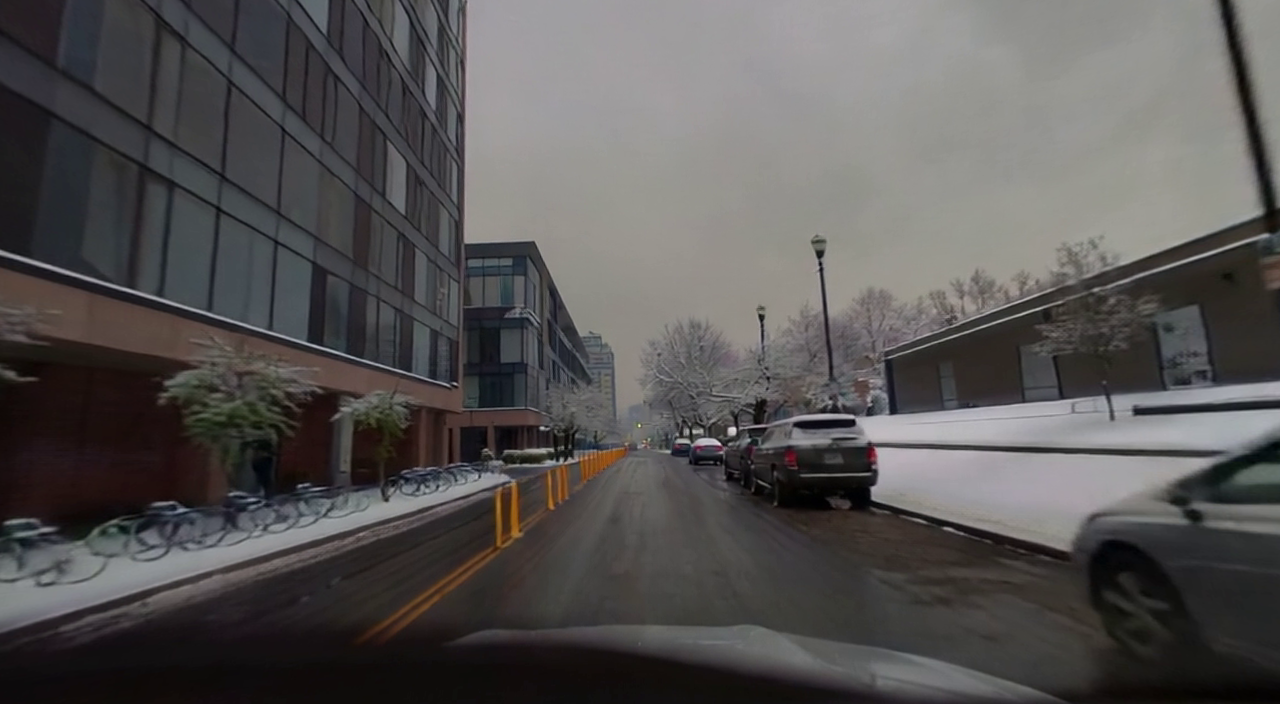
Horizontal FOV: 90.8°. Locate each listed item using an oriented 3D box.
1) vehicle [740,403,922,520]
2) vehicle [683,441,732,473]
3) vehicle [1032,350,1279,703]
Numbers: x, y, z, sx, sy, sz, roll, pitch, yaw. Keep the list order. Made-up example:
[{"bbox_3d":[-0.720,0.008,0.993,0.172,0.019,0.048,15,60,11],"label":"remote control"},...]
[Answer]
[{"bbox_3d":[3.472,2.140,12.690,2.127,1.864,4.892,-1,-9,1],"label":"vehicle"},{"bbox_3d":[3.309,5.280,32.071,1.963,1.445,4.948,-1,-8,0],"label":"vehicle"},{"bbox_3d":[3.803,0.789,2.222,1.999,1.769,4.191,-1,-8,-2],"label":"vehicle"}]
